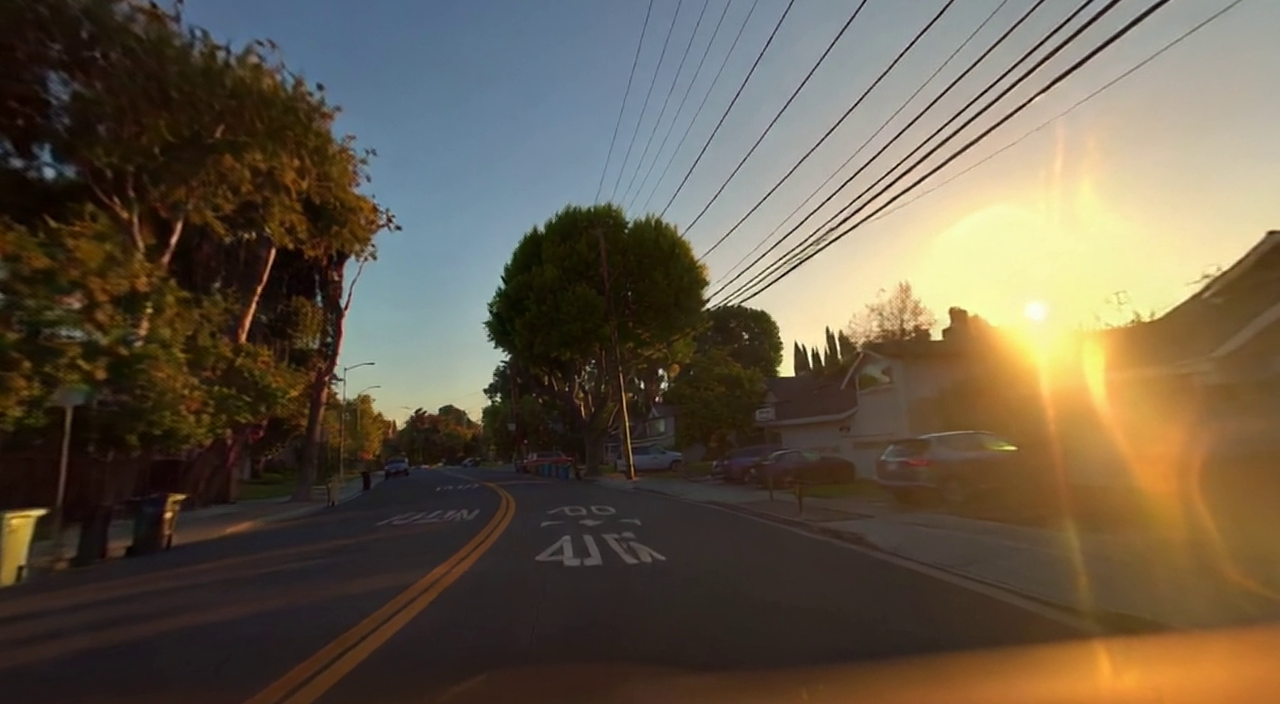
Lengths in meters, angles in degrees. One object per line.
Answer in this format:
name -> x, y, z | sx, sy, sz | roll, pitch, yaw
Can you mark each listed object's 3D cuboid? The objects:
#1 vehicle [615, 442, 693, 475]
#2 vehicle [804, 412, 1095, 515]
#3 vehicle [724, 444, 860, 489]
vehicle -> 0.869, 6.535, 39.023 | 4.337, 1.768, 1.962 | 0, -8, -19
vehicle -> 6.616, 2.442, 13.909 | 5.229, 1.790, 2.153 | -2, -11, -7
vehicle -> 5.506, 4.135, 23.154 | 4.382, 1.531, 1.925 | 2, -8, -11
